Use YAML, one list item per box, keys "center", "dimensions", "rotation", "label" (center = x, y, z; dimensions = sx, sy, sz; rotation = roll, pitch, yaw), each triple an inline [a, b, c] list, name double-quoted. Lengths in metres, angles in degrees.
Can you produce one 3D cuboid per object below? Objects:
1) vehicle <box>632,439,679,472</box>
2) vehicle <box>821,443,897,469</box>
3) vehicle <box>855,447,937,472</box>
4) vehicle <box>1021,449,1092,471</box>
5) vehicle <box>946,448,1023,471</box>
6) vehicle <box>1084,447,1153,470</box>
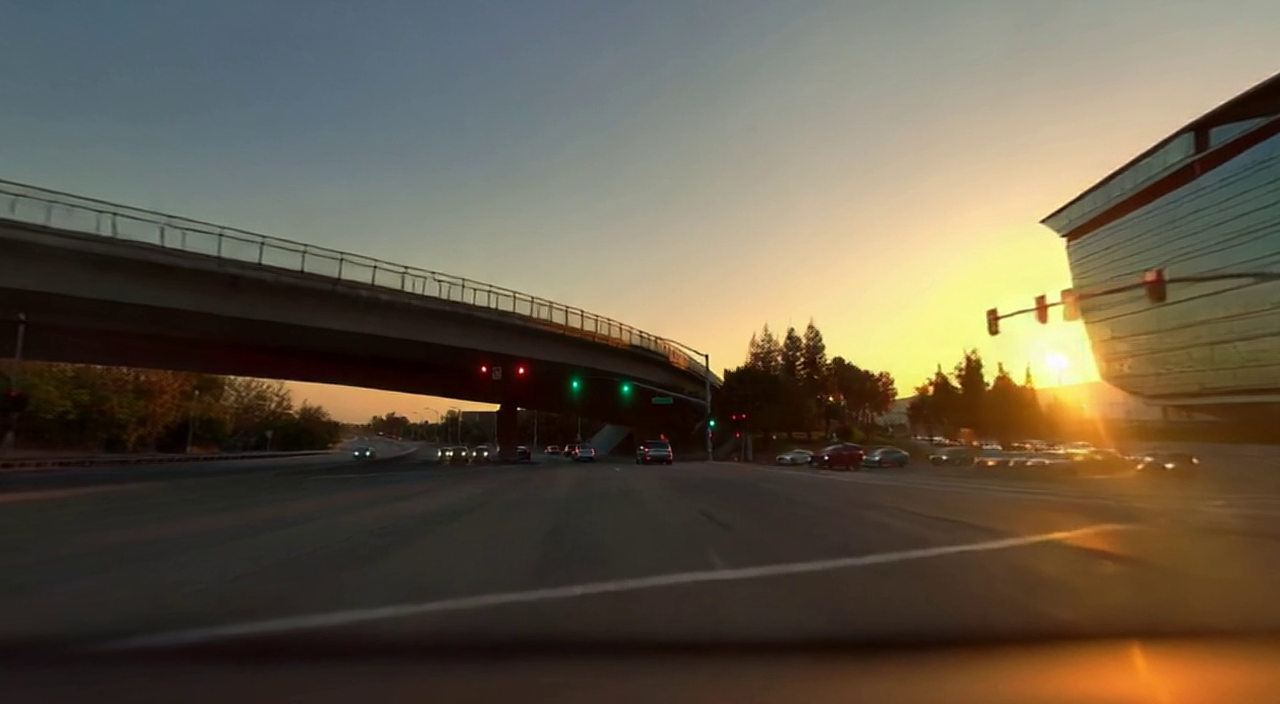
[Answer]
- center: [0.801, 5.685, 34.862]
  dimensions: [2.024, 1.724, 3.928]
  rotation: [1, -9, -7]
  label: "vehicle"
- center: [14.722, 6.966, 42.464]
  dimensions: [4.501, 1.631, 2.165]
  rotation: [4, -9, -23]
  label: "vehicle"
- center: [15.623, 6.505, 38.506]
  dimensions: [4.538, 1.417, 1.948]
  rotation: [4, -9, -24]
  label: "vehicle"
- center: [29.263, 7.577, 44.363]
  dimensions: [4.427, 1.475, 1.897]
  rotation: [4, -9, -23]
  label: "vehicle"
- center: [22.868, 7.094, 41.944]
  dimensions: [4.570, 1.455, 1.976]
  rotation: [4, -9, -23]
  label: "vehicle"
- center: [35.835, 7.946, 47.271]
  dimensions: [4.589, 1.634, 1.883]
  rotation: [4, -9, -22]
  label: "vehicle"
